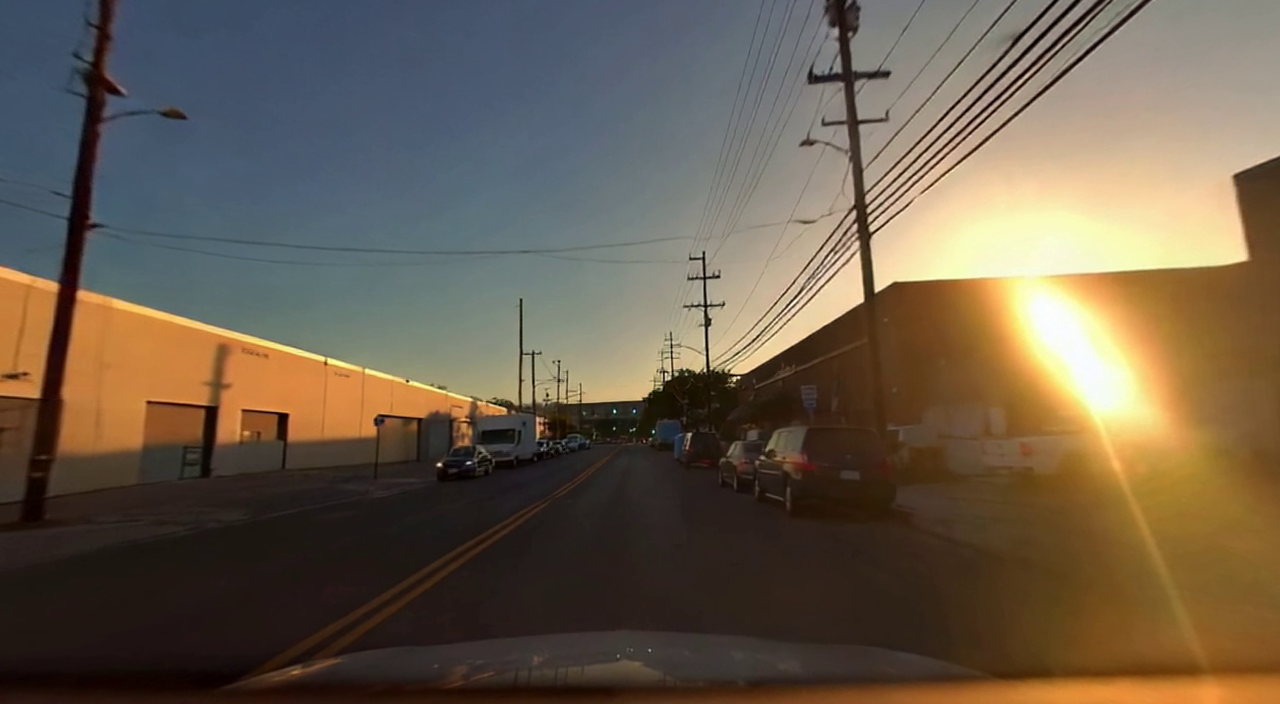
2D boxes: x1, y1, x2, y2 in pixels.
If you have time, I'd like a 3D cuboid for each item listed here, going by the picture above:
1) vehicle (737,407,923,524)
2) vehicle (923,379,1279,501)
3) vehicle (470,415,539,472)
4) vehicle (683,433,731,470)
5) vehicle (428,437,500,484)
[{"bbox_3d":[3.698,2.375,13.822,2.333,1.967,6.008,0,-8,1],"label":"vehicle"},{"bbox_3d":[10.925,2.015,14.754,7.236,2.219,2.674,-3,-8,-1],"label":"vehicle"},{"bbox_3d":[-8.242,5.698,39.395,2.832,3.101,7.143,-1,-8,-1],"label":"vehicle"},{"bbox_3d":[3.595,5.444,34.644,2.026,1.857,4.699,1,-8,-1],"label":"vehicle"},{"bbox_3d":[-7.918,4.934,28.876,2.123,1.802,4.486,-4,-9,-2],"label":"vehicle"}]
